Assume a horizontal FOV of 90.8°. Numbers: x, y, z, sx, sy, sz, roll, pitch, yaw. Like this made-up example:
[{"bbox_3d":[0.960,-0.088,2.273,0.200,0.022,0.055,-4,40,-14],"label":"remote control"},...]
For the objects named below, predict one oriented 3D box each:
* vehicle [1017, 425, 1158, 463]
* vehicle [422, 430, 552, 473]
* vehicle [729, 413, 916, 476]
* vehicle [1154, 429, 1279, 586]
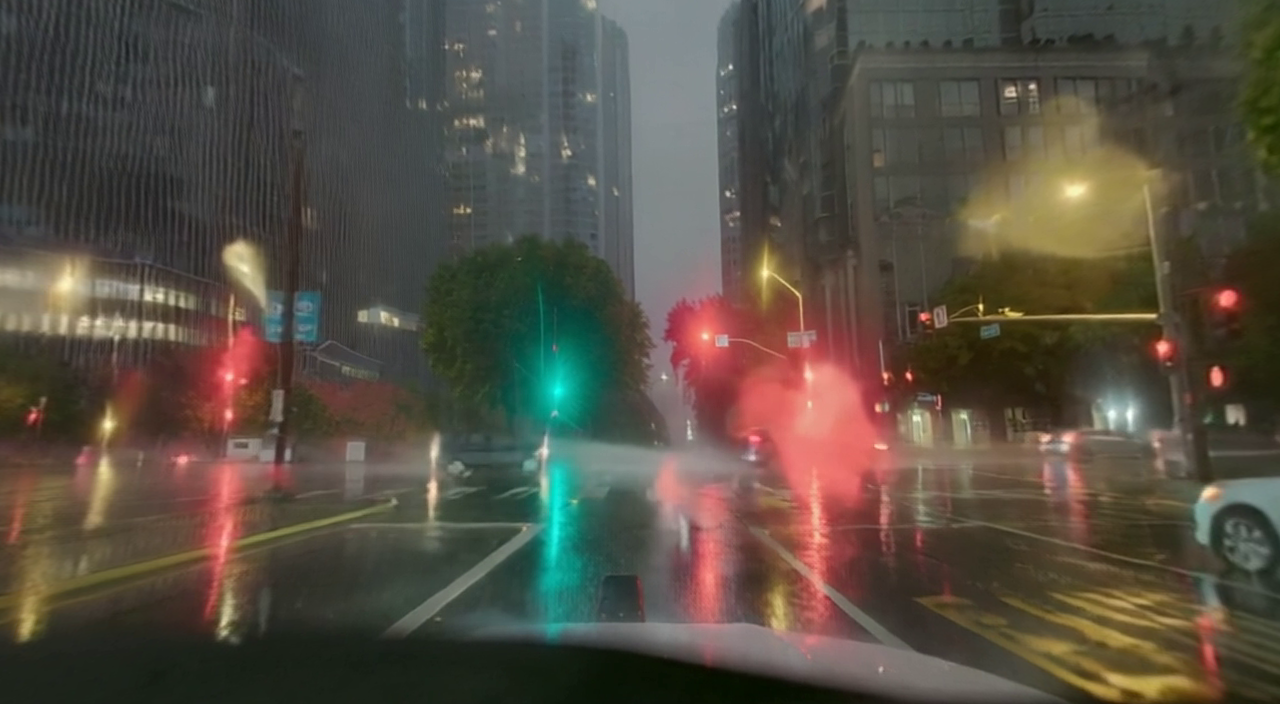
[{"bbox_3d":[18.318,3.770,25.970,4.503,1.475,1.789,0,-9,-5],"label":"vehicle"},{"bbox_3d":[-5.614,3.704,23.642,4.482,1.492,1.805,0,-9,-5],"label":"vehicle"},{"bbox_3d":[6.074,3.141,21.553,5.659,1.967,2.149,0,-8,-5],"label":"vehicle"},{"bbox_3d":[7.126,1.323,4.975,1.936,1.489,4.885,0,-8,-2],"label":"vehicle"}]
